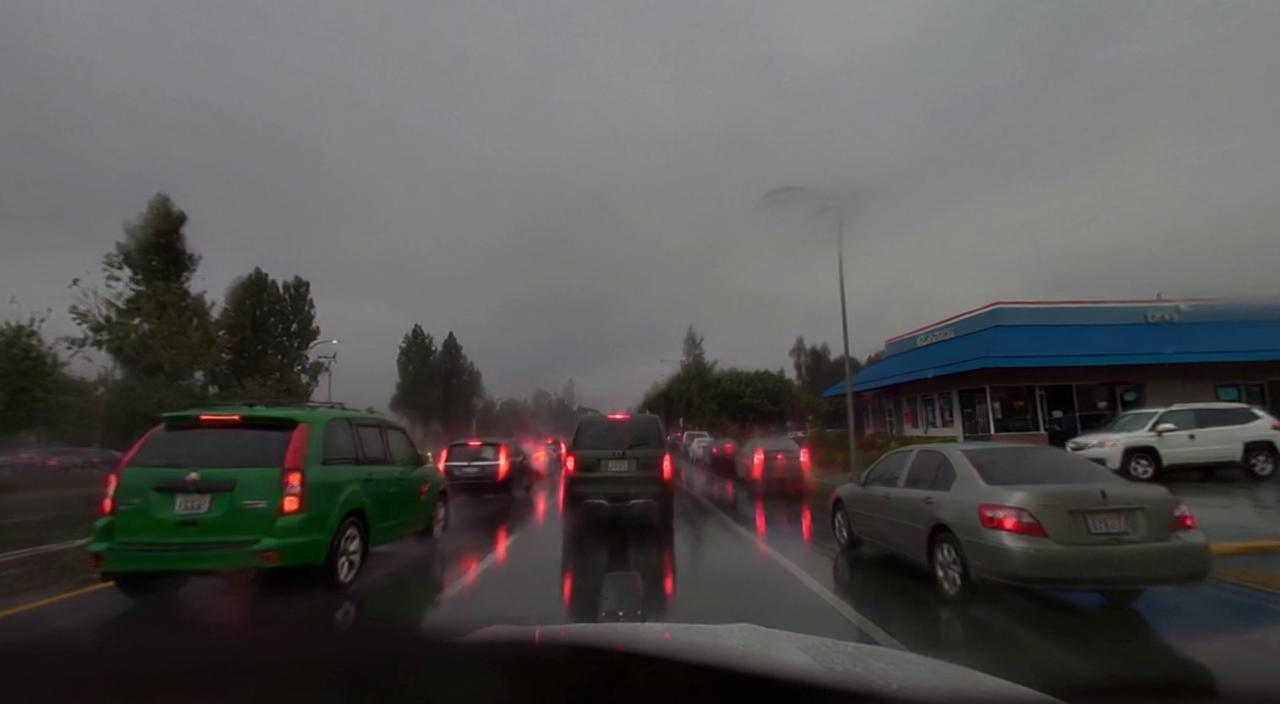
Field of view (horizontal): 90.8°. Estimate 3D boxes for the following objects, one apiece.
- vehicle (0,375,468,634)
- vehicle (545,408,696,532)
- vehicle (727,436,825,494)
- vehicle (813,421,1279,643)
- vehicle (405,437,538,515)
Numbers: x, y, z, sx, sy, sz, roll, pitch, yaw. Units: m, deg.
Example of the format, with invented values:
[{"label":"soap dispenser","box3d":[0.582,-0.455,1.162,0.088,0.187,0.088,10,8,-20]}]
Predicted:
[{"label":"vehicle","box3d":[-3.628,1.427,6.857,2.231,1.853,4.461,0,-9,0]},{"label":"vehicle","box3d":[-0.327,2.079,11.579,2.238,1.825,4.190,0,-9,-1]},{"label":"vehicle","box3d":[3.889,3.304,18.859,1.875,1.521,4.192,0,-9,-1]},{"label":"vehicle","box3d":[3.384,1.539,6.485,1.900,1.477,4.352,0,-9,-1]},{"label":"vehicle","box3d":[-3.560,2.685,14.187,1.849,1.451,4.218,0,-9,-1]}]
